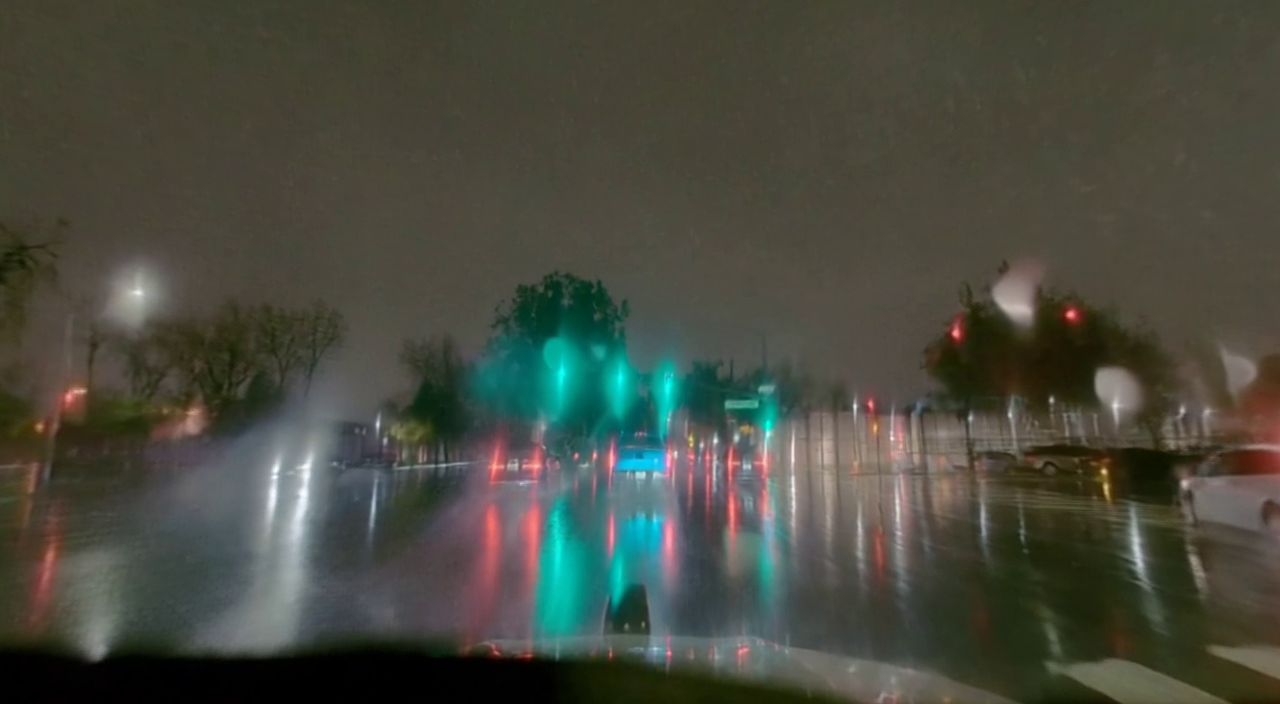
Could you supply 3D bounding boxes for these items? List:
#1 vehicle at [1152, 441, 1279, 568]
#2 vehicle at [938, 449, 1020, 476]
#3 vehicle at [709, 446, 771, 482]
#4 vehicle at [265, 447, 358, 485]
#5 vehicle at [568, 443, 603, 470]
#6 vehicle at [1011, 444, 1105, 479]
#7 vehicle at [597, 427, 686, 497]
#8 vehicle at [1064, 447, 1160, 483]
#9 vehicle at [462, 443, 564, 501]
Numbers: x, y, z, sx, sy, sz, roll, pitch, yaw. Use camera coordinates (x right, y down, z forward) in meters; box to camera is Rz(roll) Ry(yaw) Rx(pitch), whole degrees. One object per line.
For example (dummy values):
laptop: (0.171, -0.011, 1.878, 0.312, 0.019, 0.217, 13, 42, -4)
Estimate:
vehicle: (10.980, 2.436, 10.703, 2.126, 1.820, 4.521, -3, -9, 21)
vehicle: (19.944, 6.462, 37.044, 4.417, 1.492, 1.943, 4, -9, -26)
vehicle: (4.360, 4.929, 28.141, 1.968, 1.472, 4.456, 0, -8, -1)
vehicle: (-15.889, 5.490, 30.789, 2.012, 1.674, 4.522, 0, -8, 1)
vehicle: (-3.614, 7.029, 42.686, 2.018, 1.700, 4.142, 0, -8, 0)
vehicle: (23.103, 6.009, 34.817, 4.786, 1.777, 2.248, 4, -10, -28)
vehicle: (0.054, 3.459, 20.226, 2.493, 1.934, 4.957, 0, -8, 0)
vehicle: (23.674, 5.600, 31.578, 4.705, 1.675, 1.890, 4, -9, -28)
vehicle: (-3.534, 3.408, 18.434, 1.986, 1.465, 4.509, 0, -8, 1)
